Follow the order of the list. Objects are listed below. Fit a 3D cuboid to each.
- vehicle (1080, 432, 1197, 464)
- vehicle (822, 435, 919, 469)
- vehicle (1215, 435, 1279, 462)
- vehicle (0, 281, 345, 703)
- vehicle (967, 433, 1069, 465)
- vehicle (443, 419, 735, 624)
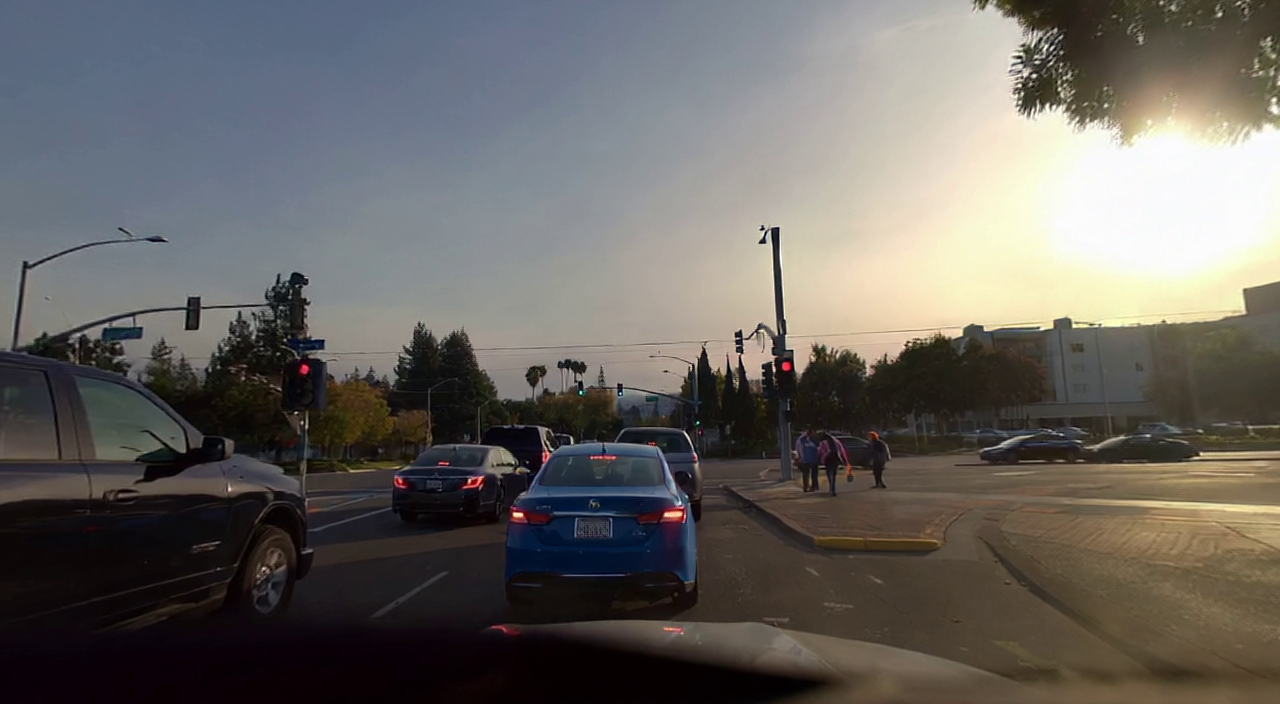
[{"bbox_3d":[28.935,5.576,36.713,4.967,1.794,2.044,0,-9,2],"label":"vehicle"},{"bbox_3d":[12.214,5.338,33.628,4.394,1.724,1.886,0,-9,1],"label":"vehicle"},{"bbox_3d":[36.268,5.518,36.146,4.643,1.464,1.840,-1,-9,3],"label":"vehicle"},{"bbox_3d":[-3.680,0.745,2.809,2.202,1.961,4.980,0,-9,1],"label":"vehicle"},{"bbox_3d":[21.943,5.661,36.712,4.529,1.786,2.110,0,-9,2],"label":"vehicle"},{"bbox_3d":[-0.374,1.590,6.942,2.144,1.497,4.446,0,-9,0],"label":"vehicle"}]
